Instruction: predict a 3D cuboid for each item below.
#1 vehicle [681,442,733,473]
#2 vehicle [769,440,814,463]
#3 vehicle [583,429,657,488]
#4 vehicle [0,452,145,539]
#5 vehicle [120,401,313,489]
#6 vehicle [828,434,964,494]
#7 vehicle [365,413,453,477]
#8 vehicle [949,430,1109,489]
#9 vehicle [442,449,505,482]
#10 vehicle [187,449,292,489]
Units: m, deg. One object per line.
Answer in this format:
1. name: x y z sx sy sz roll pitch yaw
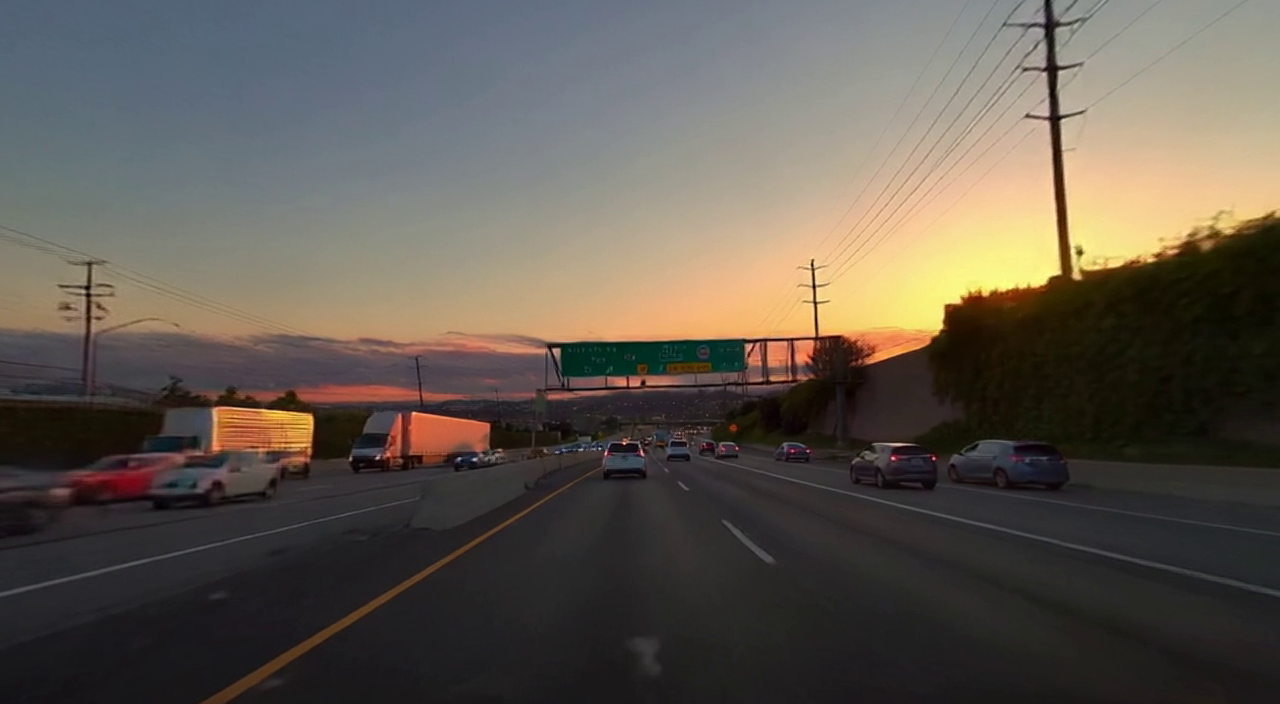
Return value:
1. vehicle: 3.310 5.319 32.178 1.934 1.461 4.368 1 -8 -3
2. vehicle: 10.522 6.939 44.249 1.901 1.485 4.483 0 -8 -2
3. vehicle: -0.640 3.663 21.979 2.298 1.809 4.359 0 -8 0
4. vehicle: -12.154 2.680 12.048 1.872 1.465 4.455 0 -8 -1
5. vehicle: -22.705 5.176 35.165 2.958 4.081 11.148 0 -8 0
6. vehicle: 6.952 3.074 17.747 1.958 1.473 4.201 0 -8 -1
7. vehicle: -15.620 6.389 43.550 3.032 3.968 8.215 0 -8 -1
8. vehicle: 11.159 3.102 18.543 1.944 1.505 4.138 0 -8 -2
9. vehicle: -8.115 5.562 31.247 1.897 1.470 4.474 0 -8 0
10. vehicle: -18.381 5.358 29.310 1.866 1.689 4.569 0 -8 -1
